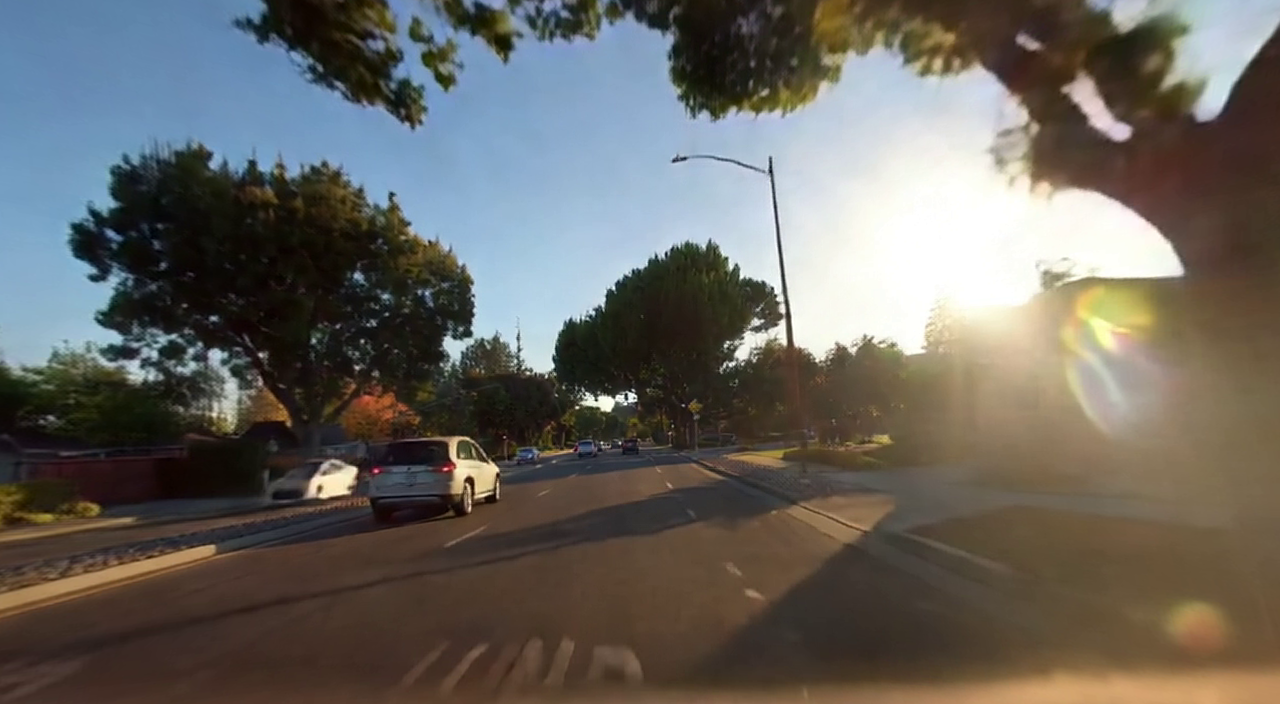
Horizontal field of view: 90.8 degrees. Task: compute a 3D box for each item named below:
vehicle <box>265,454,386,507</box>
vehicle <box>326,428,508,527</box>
[{"bbox_3d":[-10.652,4.348,21.806,1.949,1.526,4.351,0,-8,0],"label":"vehicle"},{"bbox_3d":[-4.405,2.549,13.472,2.169,1.706,4.638,0,-8,0],"label":"vehicle"}]
